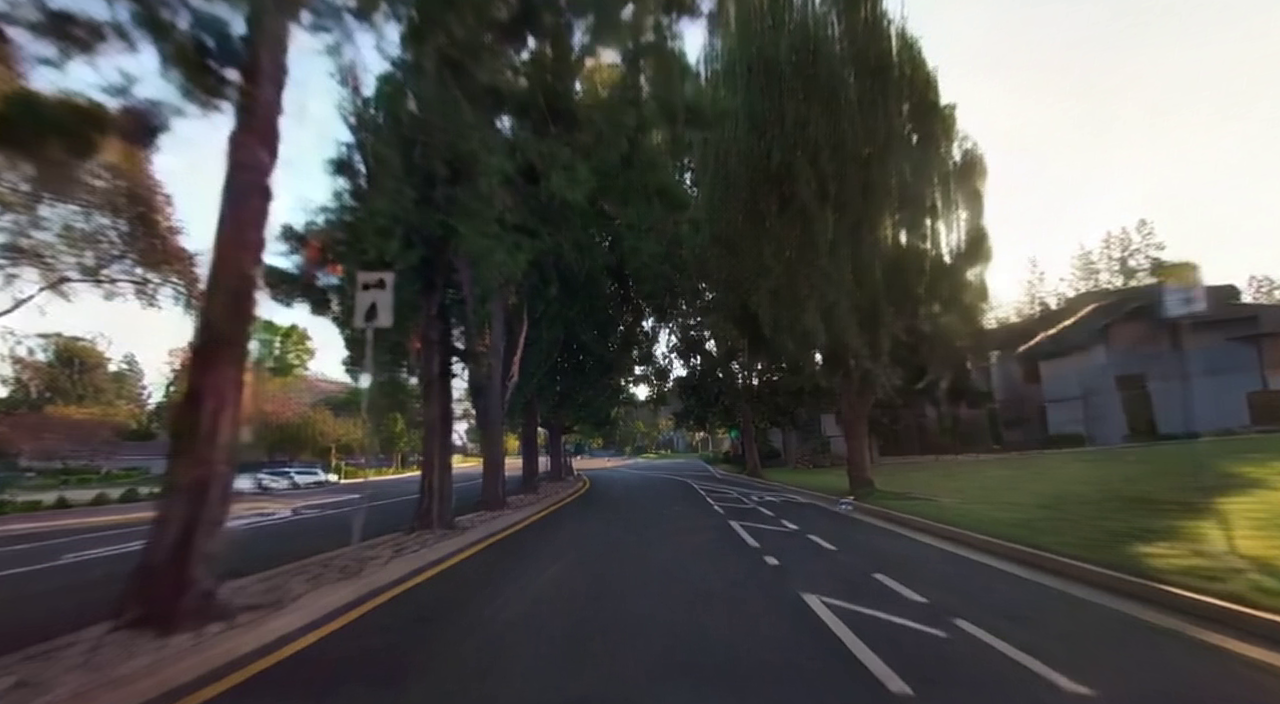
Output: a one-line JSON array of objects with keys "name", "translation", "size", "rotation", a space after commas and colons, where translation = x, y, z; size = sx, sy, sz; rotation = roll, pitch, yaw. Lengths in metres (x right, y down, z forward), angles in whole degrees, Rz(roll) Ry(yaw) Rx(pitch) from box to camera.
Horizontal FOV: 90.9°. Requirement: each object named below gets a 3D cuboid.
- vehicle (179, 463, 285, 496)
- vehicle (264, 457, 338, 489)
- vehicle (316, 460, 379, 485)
[{"name": "vehicle", "translation": [-21.485, 6.710, 33.512], "size": [1.919, 1.497, 5.140], "rotation": [-1, -9, 4]}, {"name": "vehicle", "translation": [-21.464, 7.666, 40.135], "size": [1.974, 1.704, 4.628], "rotation": [0, -8, 2]}, {"name": "vehicle", "translation": [-21.259, 8.768, 46.114], "size": [1.954, 1.575, 5.225], "rotation": [-1, -8, 2]}]
